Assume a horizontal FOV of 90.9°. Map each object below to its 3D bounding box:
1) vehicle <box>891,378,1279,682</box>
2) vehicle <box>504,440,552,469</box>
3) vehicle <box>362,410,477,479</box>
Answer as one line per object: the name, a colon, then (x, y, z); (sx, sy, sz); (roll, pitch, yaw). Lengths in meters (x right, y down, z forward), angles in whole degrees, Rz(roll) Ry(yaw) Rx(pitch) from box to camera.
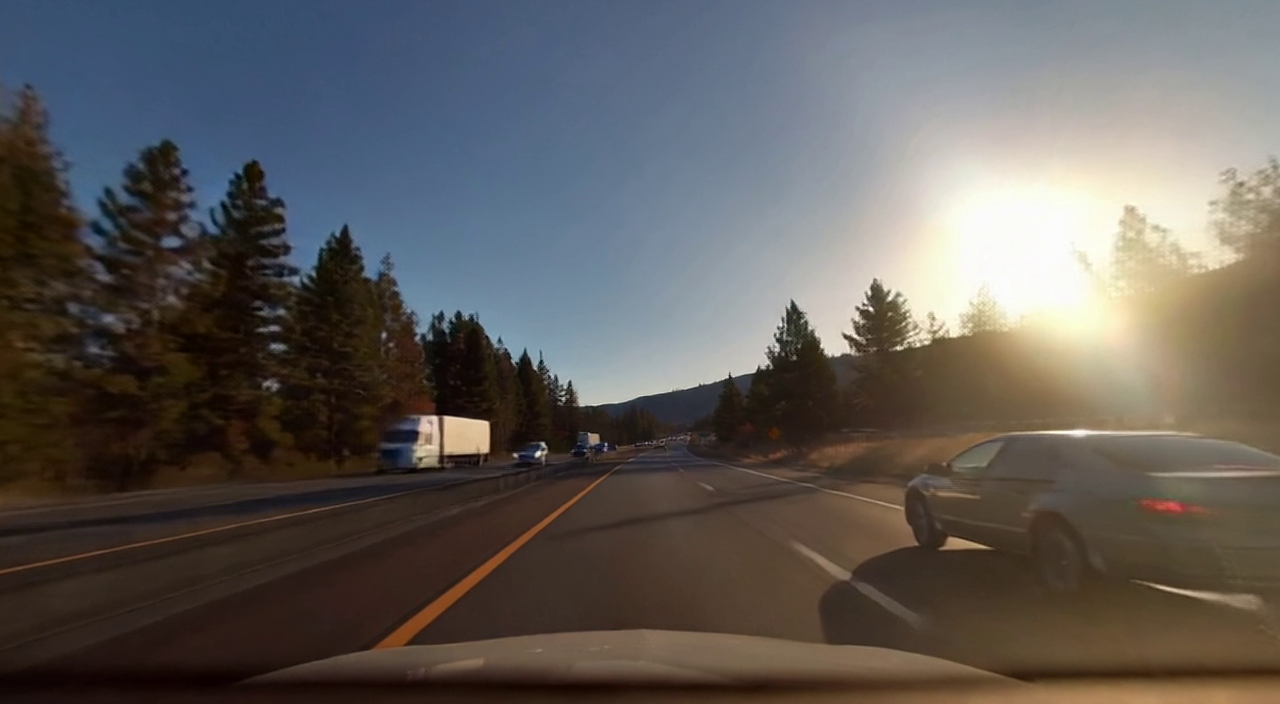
vehicle: (4.467, 1.346, 6.048); (2.098, 1.703, 4.862); (0, -8, 0)
vehicle: (-8.081, 7.438, 46.051); (2.289, 1.906, 5.766); (0, -8, 2)
vehicle: (-12.705, 5.519, 37.594); (3.087, 3.512, 9.874); (0, -8, 1)
